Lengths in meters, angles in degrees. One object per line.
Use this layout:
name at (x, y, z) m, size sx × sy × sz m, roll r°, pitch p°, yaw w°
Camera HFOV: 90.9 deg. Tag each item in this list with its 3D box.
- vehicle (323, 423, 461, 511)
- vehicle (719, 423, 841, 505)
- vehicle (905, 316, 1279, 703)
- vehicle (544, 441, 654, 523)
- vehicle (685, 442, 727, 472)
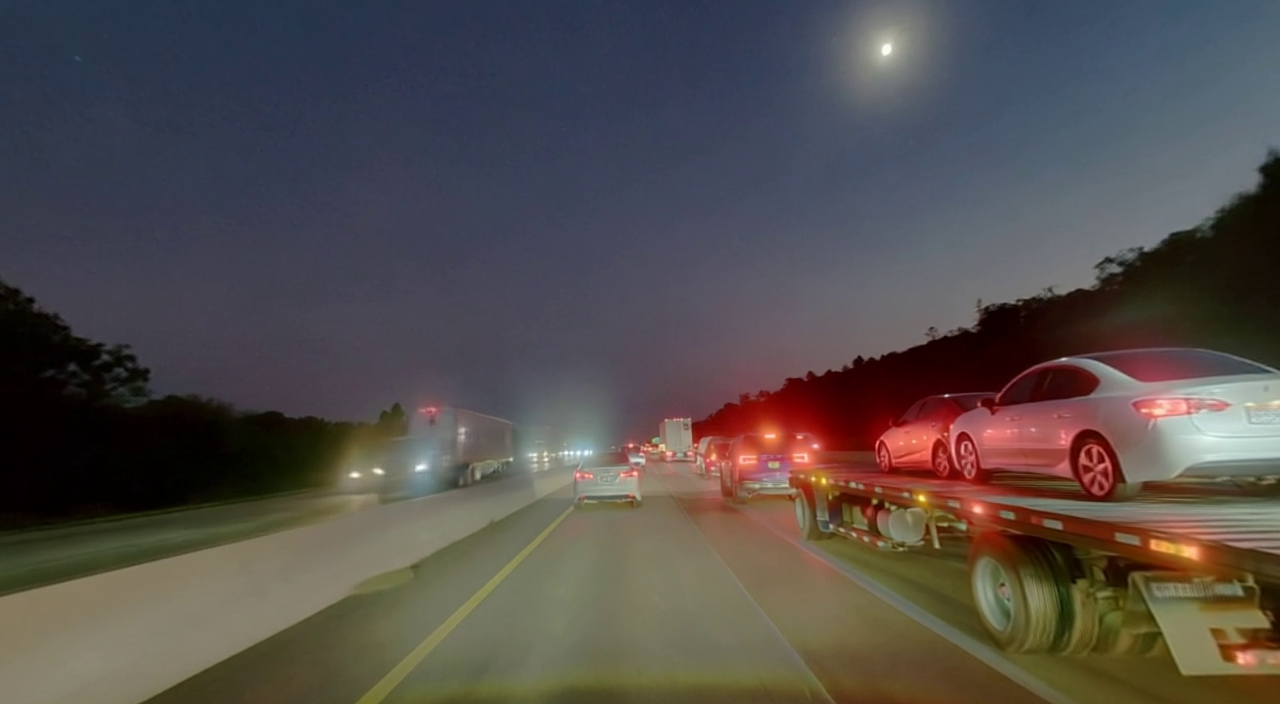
vehicle at (-8.315, 3.922, 21.955) m, size 2.385 × 2.627 × 5.771 m, roll 0°, pitch -9°, yaw 0°
vehicle at (3.498, 2.908, 16.627) m, size 2.303 × 1.889 × 3.920 m, roll 0°, pitch -9°, yaw 0°
vehicle at (3.484, 0.937, 3.602) m, size 1.959 × 1.783 × 4.407 m, roll 0°, pitch -9°, yaw 0°
vehicle at (-0.723, 2.645, 13.283) m, size 1.991 × 1.466 × 3.675 m, roll 0°, pitch -9°, yaw 0°
vehicle at (3.823, 6.150, 37.059) m, size 1.938 × 1.660 × 4.223 m, roll 0°, pitch -9°, yaw -1°
